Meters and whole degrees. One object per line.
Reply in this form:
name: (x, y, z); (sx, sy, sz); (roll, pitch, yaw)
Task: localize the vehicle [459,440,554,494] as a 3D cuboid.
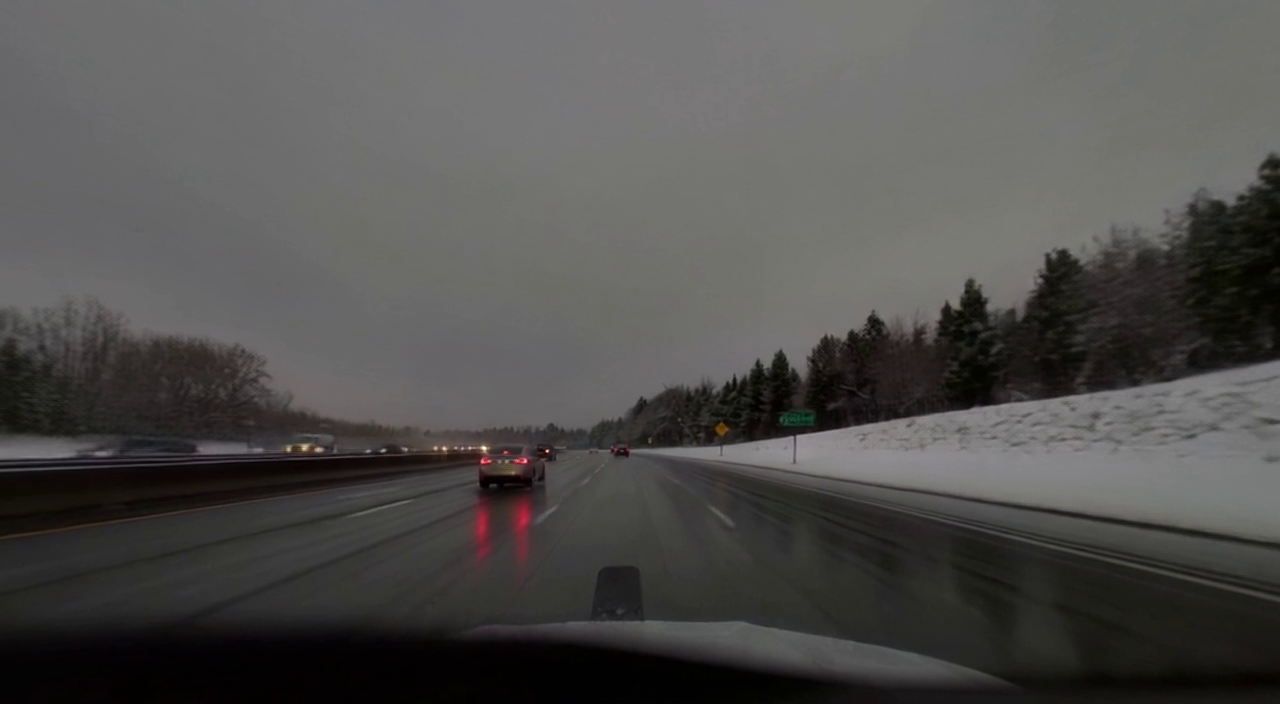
vehicle: (-4.128, 3.635, 20.331); (2.073, 1.516, 4.478); (0, -9, 0)

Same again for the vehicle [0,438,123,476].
vehicle: (-25.240, 4.490, 27.238); (1.854, 1.453, 4.829); (0, -9, 0)
